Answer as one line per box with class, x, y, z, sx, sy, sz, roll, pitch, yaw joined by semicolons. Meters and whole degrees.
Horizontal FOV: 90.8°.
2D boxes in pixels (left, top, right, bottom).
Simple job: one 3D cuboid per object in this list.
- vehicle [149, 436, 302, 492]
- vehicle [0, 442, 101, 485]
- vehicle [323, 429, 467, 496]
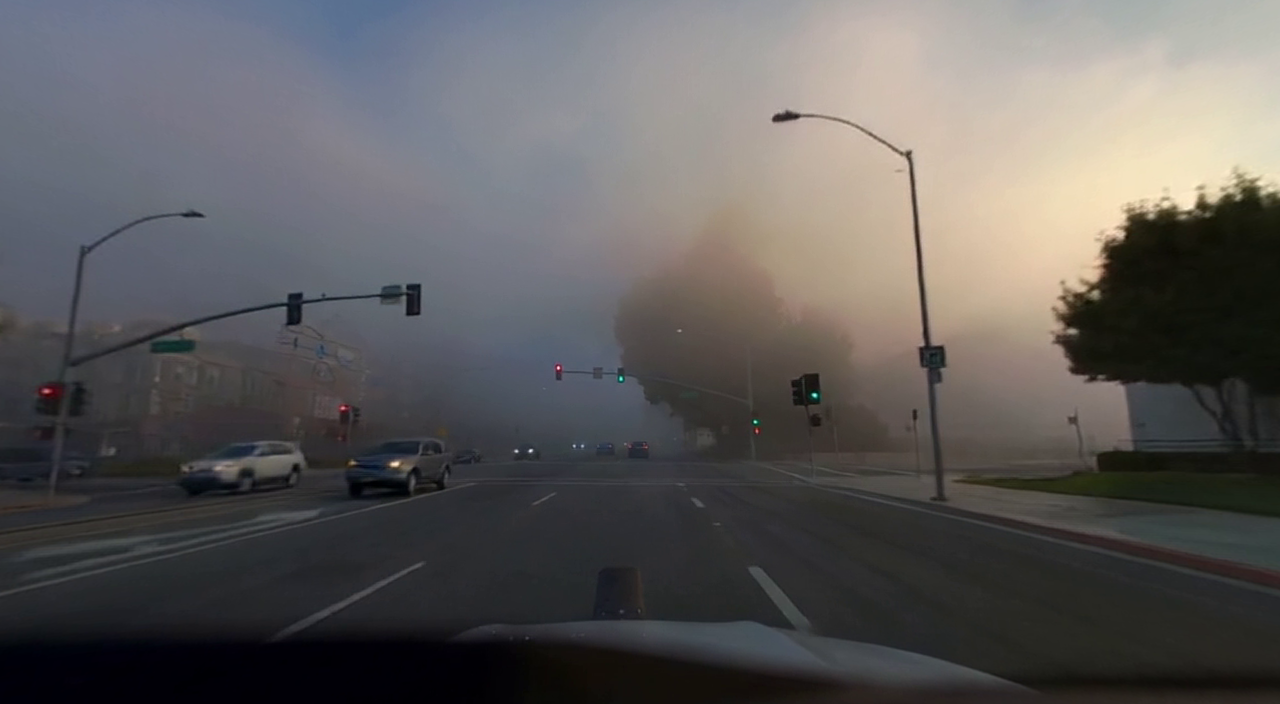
vehicle;-14.695;3.976;22.881;2.167;1.787;4.882;0;-9;1
vehicle;-30.990;5.697;32.157;4.957;1.928;2.203;-2;-8;-5
vehicle;-6.891;3.163;18.422;2.262;1.708;4.466;0;-9;2
